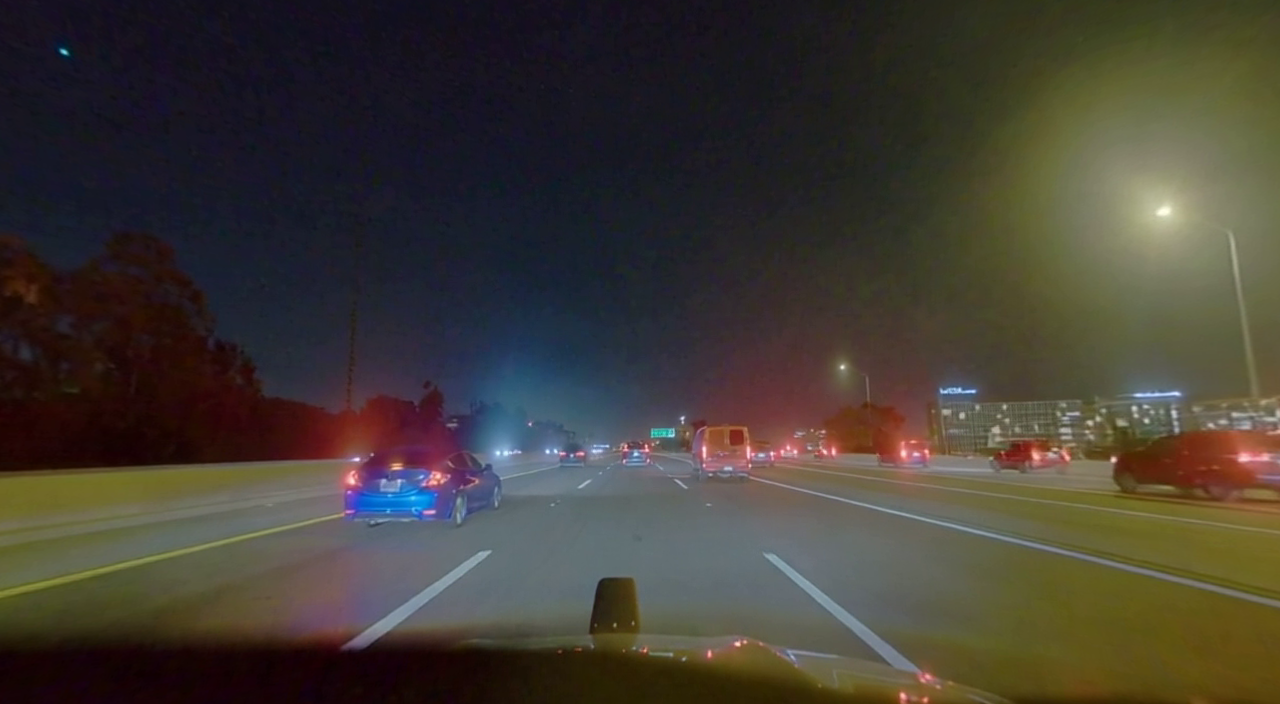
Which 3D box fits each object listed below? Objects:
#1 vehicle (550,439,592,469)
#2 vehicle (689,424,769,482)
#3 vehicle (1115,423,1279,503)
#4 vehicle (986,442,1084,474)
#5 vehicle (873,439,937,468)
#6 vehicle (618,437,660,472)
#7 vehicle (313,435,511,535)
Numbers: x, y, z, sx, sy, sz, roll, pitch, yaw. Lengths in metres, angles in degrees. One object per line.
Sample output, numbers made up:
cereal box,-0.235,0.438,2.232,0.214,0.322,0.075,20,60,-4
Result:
vehicle,-4.342,6.532,40.528,2.109,1.793,4.613,0,-9,1
vehicle,3.410,4.061,25.562,2.250,2.074,5.723,0,-9,-2
vehicle,15.170,2.796,16.222,2.104,1.746,5.084,0,-9,2
vehicle,19.792,5.318,31.945,2.020,1.483,4.779,0,-9,2
vehicle,16.458,6.333,39.493,2.010,1.721,4.871,0,-9,2
vehicle,-0.085,5.672,35.070,2.212,1.786,4.198,0,-9,-1
vehicle,-3.848,2.321,11.649,1.991,1.469,4.381,0,-9,0
